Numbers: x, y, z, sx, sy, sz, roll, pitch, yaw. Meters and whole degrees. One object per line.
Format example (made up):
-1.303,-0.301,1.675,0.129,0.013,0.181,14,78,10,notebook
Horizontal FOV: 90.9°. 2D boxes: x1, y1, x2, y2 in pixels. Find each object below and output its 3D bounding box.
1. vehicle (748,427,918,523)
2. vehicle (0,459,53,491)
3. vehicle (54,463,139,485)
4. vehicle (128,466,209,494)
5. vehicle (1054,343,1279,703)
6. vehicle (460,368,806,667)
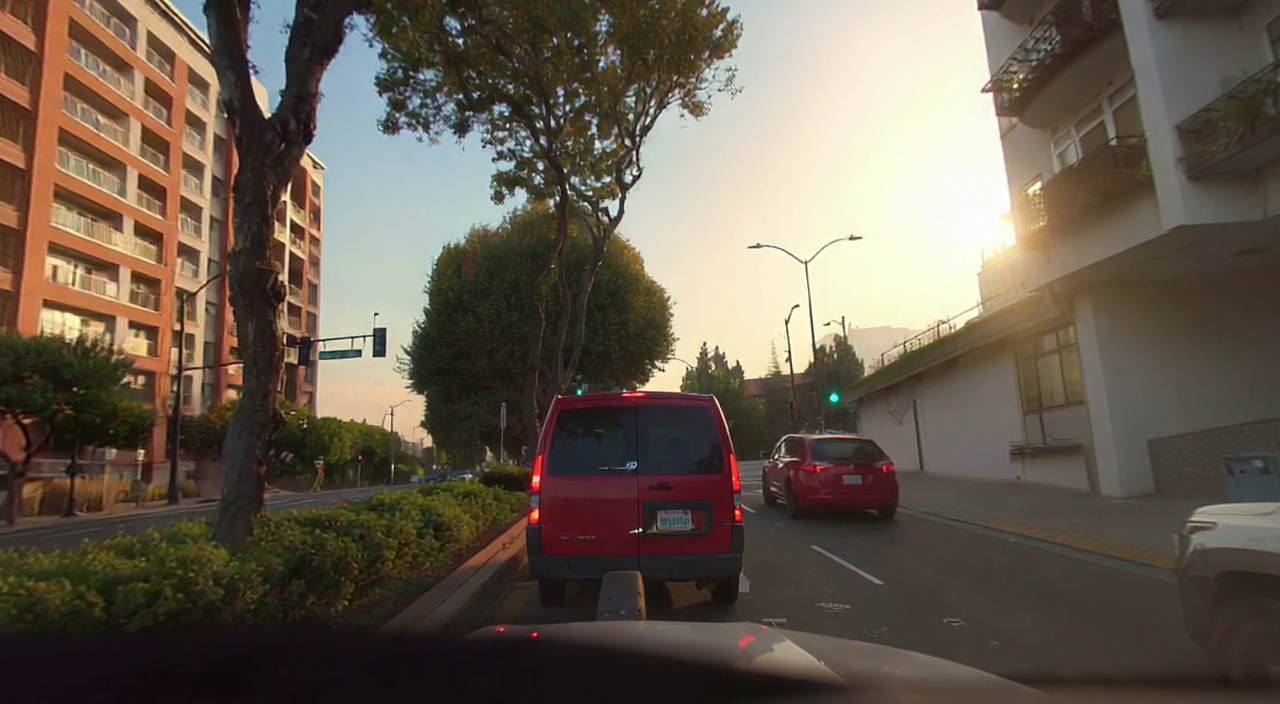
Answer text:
3.868,2.564,13.714,2.061,1.676,4.734,0,-9,-2,vehicle
-35.499,6.847,35.176,3.843,1.680,1.782,-1,-9,6,vehicle
-38.430,8.639,44.653,4.396,1.458,1.809,-1,-9,2,vehicle
-33.219,9.058,44.530,4.292,1.492,1.772,-6,-14,-1,vehicle
3.803,0.738,2.003,2.157,1.748,4.130,0,-9,1,vehicle
-0.031,1.331,6.079,2.101,1.828,4.270,0,-9,0,vehicle
